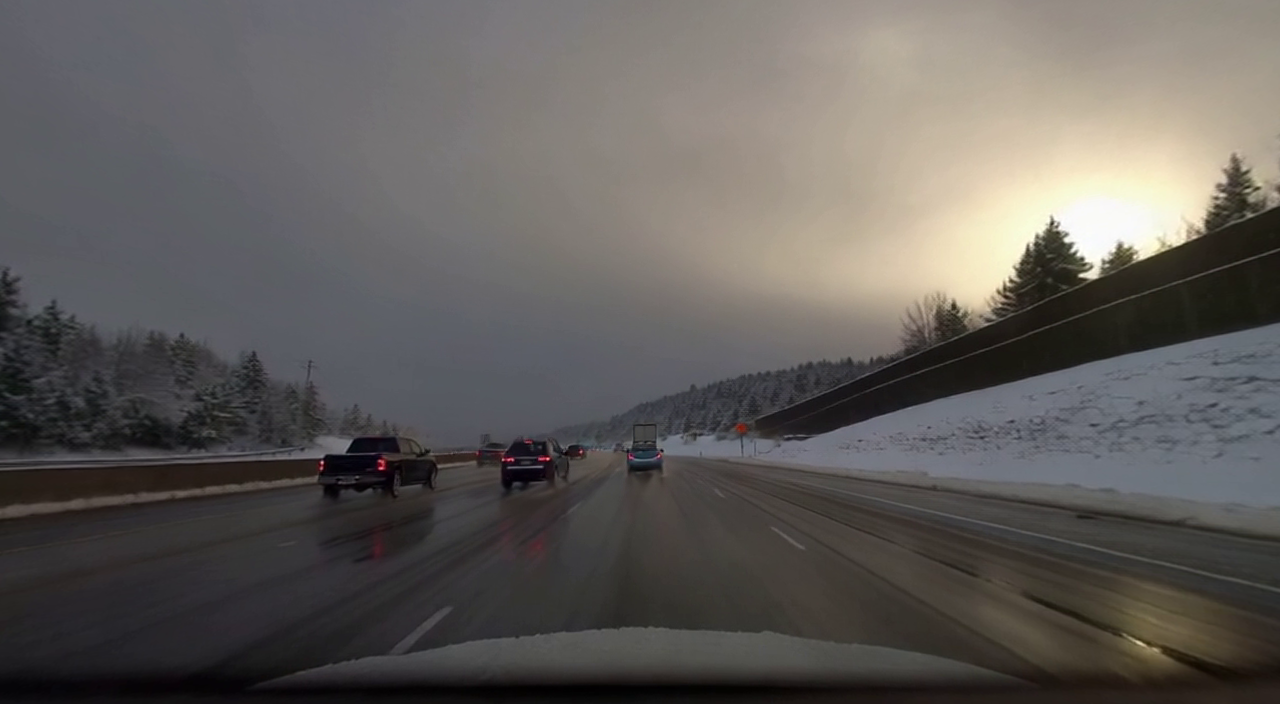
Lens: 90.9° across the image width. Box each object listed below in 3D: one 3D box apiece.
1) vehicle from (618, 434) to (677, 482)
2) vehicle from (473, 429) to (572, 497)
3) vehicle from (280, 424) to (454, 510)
[{"bbox_3d":[0.264,4.381,26.208,2.233,1.804,4.273,0,-9,0],"label":"vehicle"},{"bbox_3d":[-3.433,3.354,19.395,2.093,1.820,4.506,0,-9,1],"label":"vehicle"},{"bbox_3d":[-6.790,2.930,16.544,2.108,1.856,5.214,0,-9,2],"label":"vehicle"}]
